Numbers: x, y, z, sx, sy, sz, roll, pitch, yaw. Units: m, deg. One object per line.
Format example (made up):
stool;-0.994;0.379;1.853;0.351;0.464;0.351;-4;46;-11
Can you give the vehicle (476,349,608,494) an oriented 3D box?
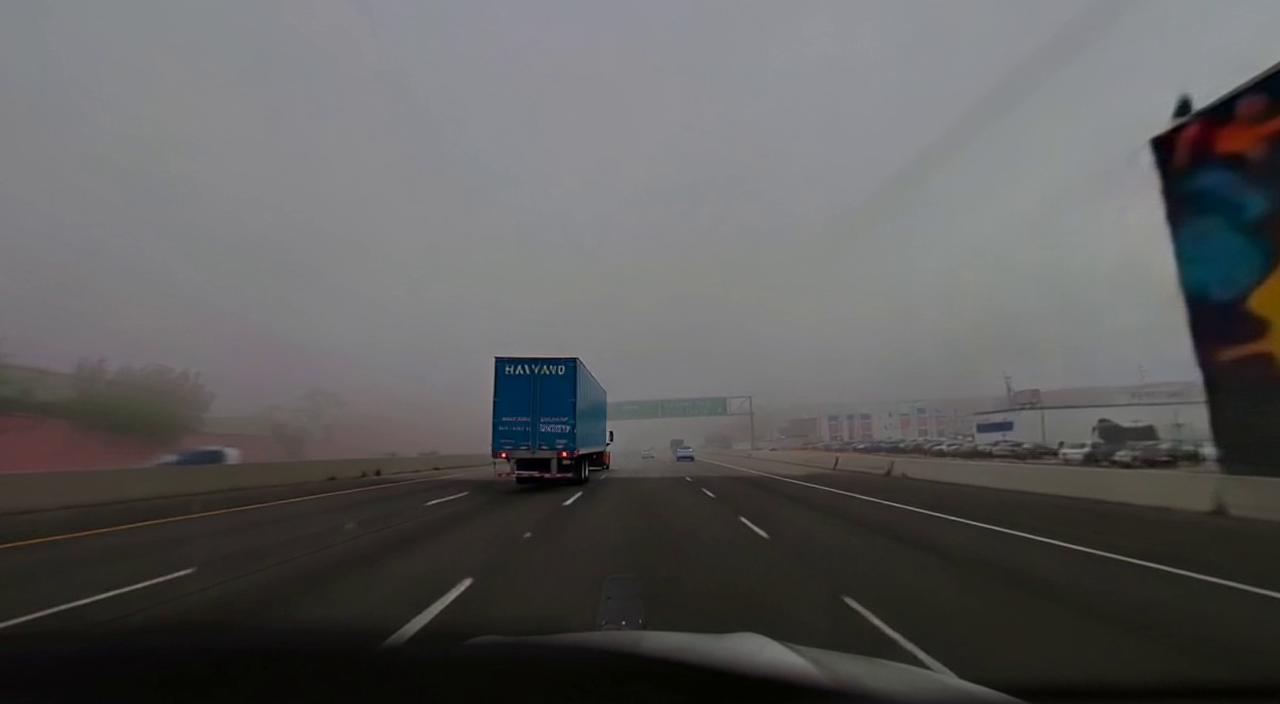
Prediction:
vehicle;-2.988;2.520;22.255;2.977;4.048;8.890;-1;-7;2

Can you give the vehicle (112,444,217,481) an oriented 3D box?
vehicle;-25.163;5.827;33.611;1.998;1.774;4.526;0;-8;1
